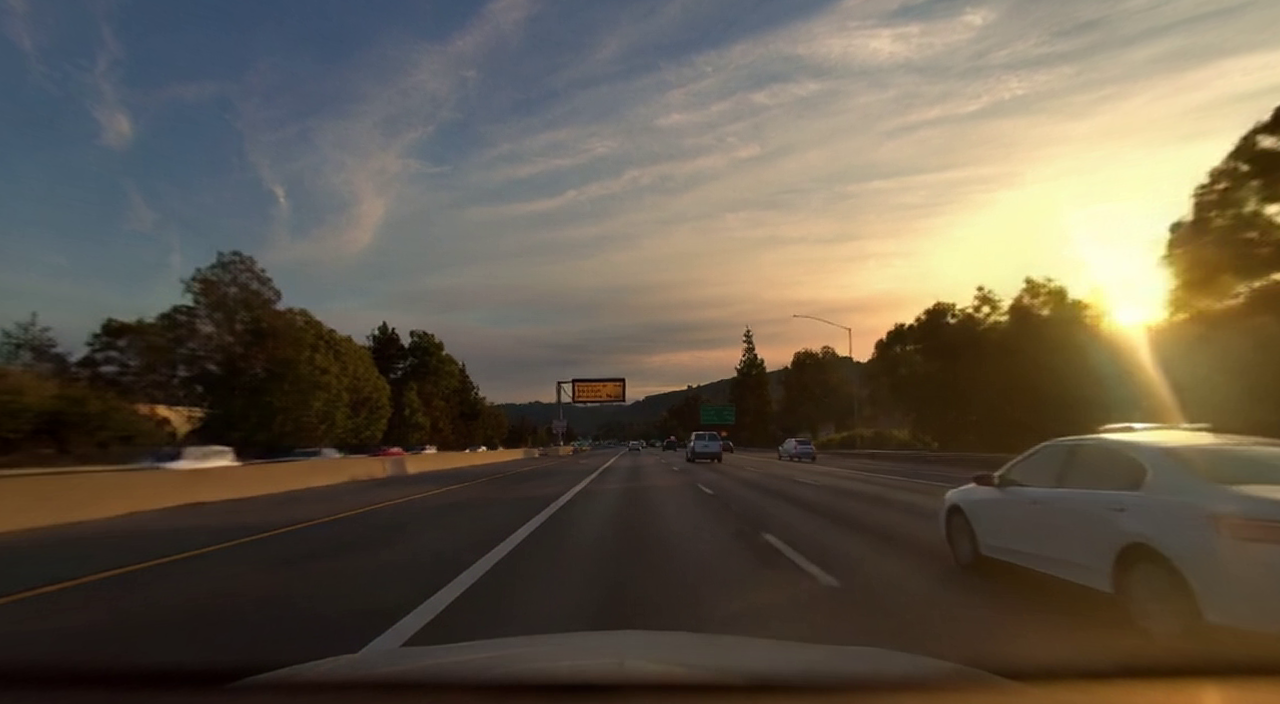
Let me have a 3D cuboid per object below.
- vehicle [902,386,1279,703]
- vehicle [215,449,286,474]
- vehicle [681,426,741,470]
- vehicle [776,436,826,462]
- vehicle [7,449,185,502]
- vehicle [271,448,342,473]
[{"bbox_3d":[3.610,1.102,3.903,1.978,1.535,4.705,0,-8,1],"label":"vehicle"},{"bbox_3d":[-25.117,7.054,40.898,1.808,1.488,4.402,0,-8,0],"label":"vehicle"},{"bbox_3d":[3.399,4.767,31.399,2.218,1.964,5.662,0,-8,-1],"label":"vehicle"},{"bbox_3d":[10.833,6.557,42.794,2.045,1.658,4.598,0,-8,-2],"label":"vehicle"},{"bbox_3d":[-17.591,3.974,20.759,1.828,1.468,4.491,0,-8,0],"label":"vehicle"},{"bbox_3d":[-20.957,6.821,39.894,1.915,1.450,4.661,0,-8,0],"label":"vehicle"}]
